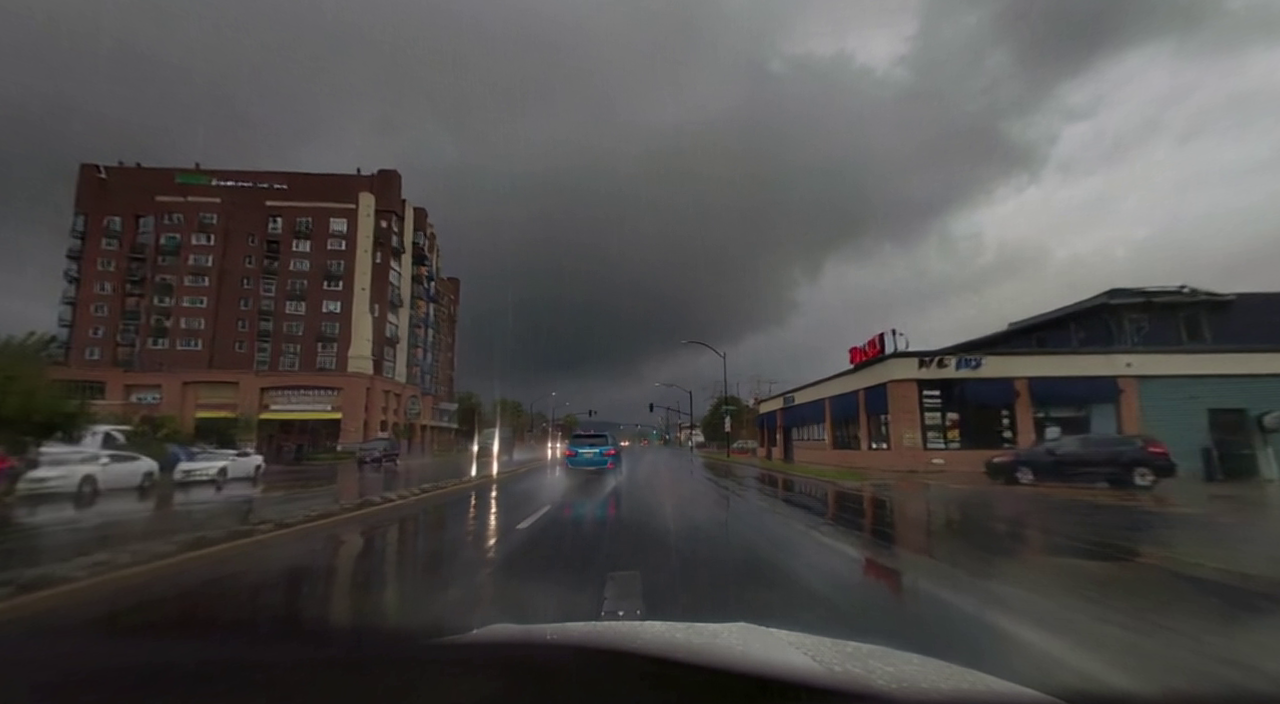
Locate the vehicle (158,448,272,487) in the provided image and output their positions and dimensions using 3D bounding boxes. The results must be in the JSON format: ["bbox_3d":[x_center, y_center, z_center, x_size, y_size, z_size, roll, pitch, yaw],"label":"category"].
[{"bbox_3d":[-17.797,4.821,26.649,1.840,1.508,4.376,0,-8,-1],"label":"vehicle"}]

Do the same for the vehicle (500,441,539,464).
[{"bbox_3d":[-8.301,6.966,43.789,1.899,1.495,4.093,0,-8,0],"label":"vehicle"}]

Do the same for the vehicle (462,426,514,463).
[{"bbox_3d":[-11.755,7.236,49.101,2.556,2.673,5.915,0,-8,0],"label":"vehicle"}]

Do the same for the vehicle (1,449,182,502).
[{"bbox_3d":[-17.806,3.985,20.808,1.852,1.481,4.660,0,-8,-1],"label":"vehicle"}]

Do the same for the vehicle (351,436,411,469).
[{"bbox_3d":[-17.954,6.955,43.863,2.112,2.138,4.888,0,-8,0],"label":"vehicle"}]

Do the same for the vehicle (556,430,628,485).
[{"bbox_3d":[-1.556,3.628,21.898,2.080,1.722,3.766,0,-8,2],"label":"vehicle"}]

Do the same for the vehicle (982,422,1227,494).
[{"bbox_3d":[14.812,3.413,20.638,2.589,1.989,5.779,4,-9,-26],"label":"vehicle"}]
